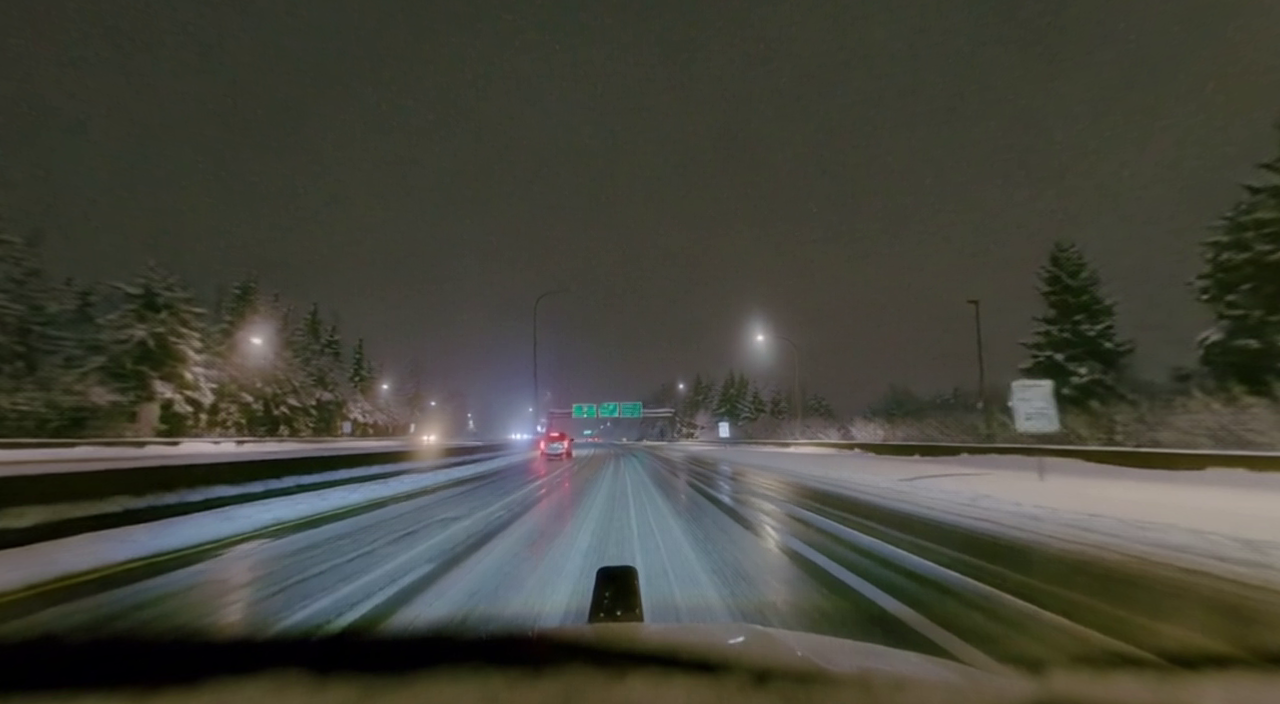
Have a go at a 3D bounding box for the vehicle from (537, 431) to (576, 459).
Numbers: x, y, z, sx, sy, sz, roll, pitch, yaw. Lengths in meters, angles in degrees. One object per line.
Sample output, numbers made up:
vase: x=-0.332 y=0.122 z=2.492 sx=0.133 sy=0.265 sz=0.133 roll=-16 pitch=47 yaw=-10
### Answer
vehicle: x=-4.843 y=5.478 z=37.032 sx=1.878 sy=1.548 sz=3.966 roll=0 pitch=-8 yaw=-1
